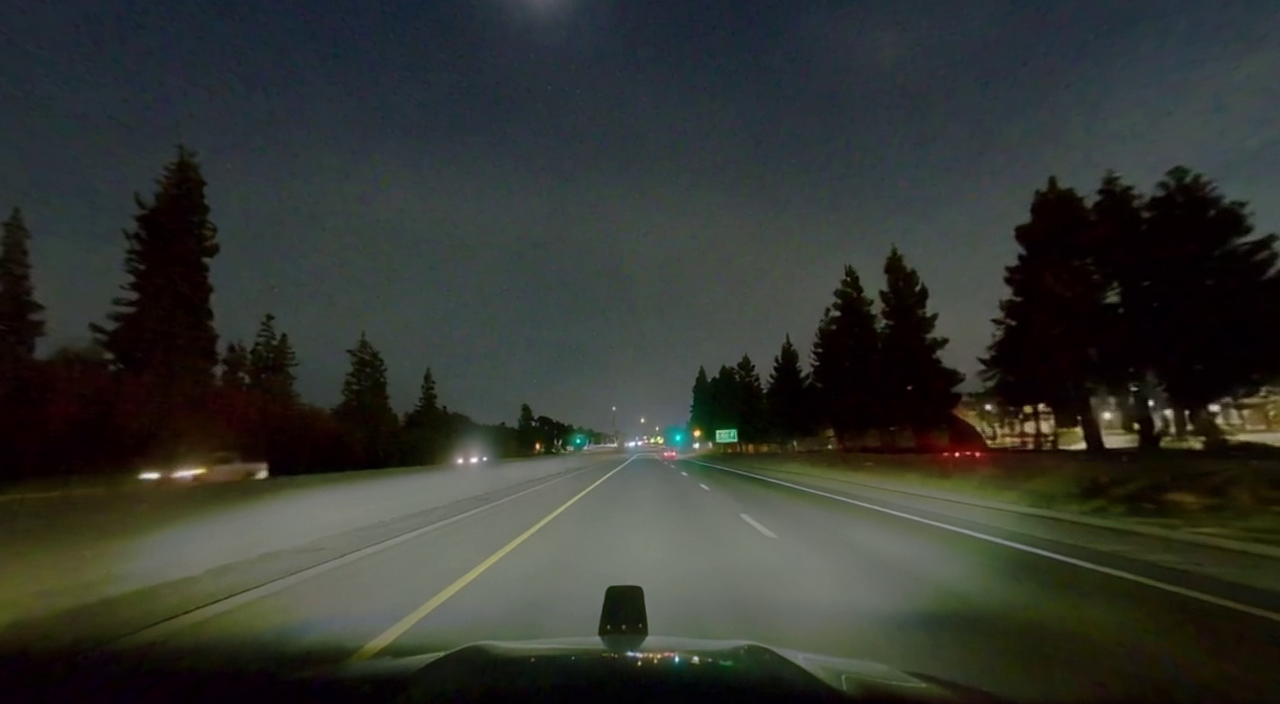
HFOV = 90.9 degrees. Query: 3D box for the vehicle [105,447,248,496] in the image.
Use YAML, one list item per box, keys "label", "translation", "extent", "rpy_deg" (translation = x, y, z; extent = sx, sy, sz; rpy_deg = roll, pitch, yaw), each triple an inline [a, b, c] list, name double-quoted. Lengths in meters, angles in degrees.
- label: "vehicle"
  translation: [-18.293, 4.679, 25.246]
  extent: [2.029, 1.737, 4.748]
  rpy_deg: [-1, -8, 1]
